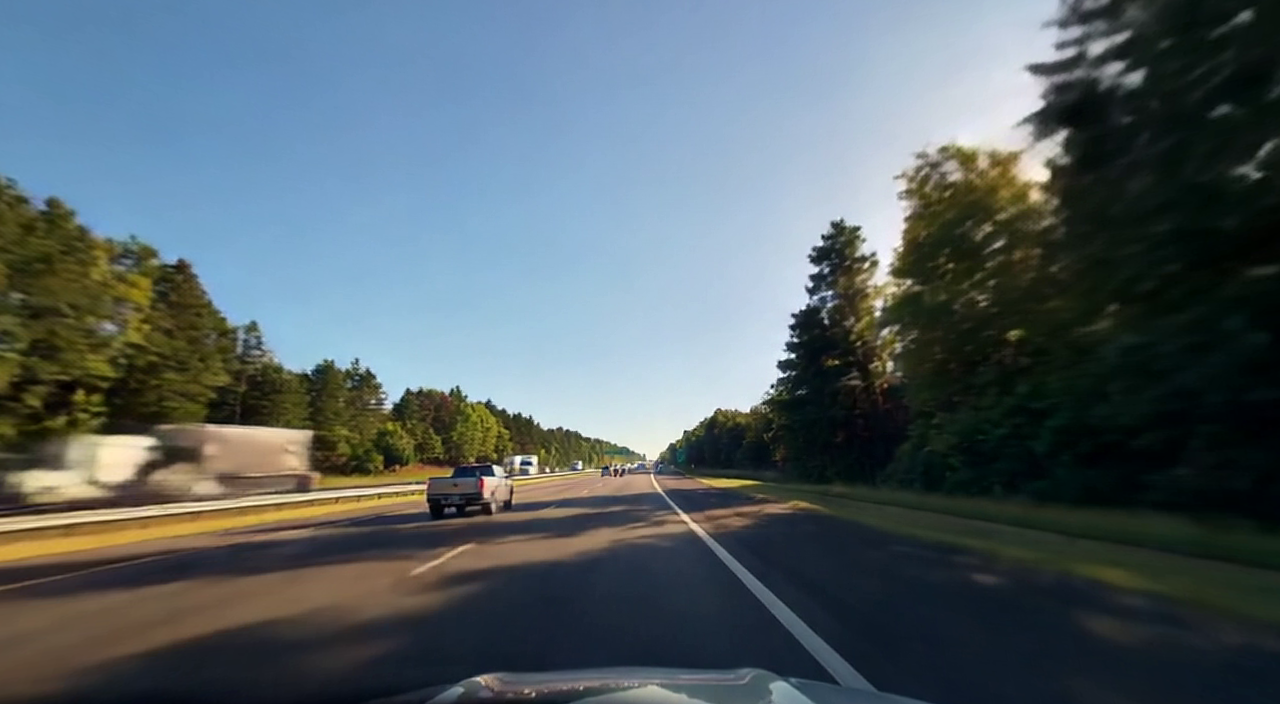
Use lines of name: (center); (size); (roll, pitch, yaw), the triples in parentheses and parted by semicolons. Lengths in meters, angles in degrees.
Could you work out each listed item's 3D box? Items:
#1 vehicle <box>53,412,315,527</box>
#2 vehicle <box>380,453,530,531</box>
vehicle: (-13.576, 3.670, 19.856); (2.731, 2.903, 7.291); (1, -10, 0)
vehicle: (-3.992, 3.134, 14.534); (2.043, 1.486, 4.442); (0, -10, 1)
